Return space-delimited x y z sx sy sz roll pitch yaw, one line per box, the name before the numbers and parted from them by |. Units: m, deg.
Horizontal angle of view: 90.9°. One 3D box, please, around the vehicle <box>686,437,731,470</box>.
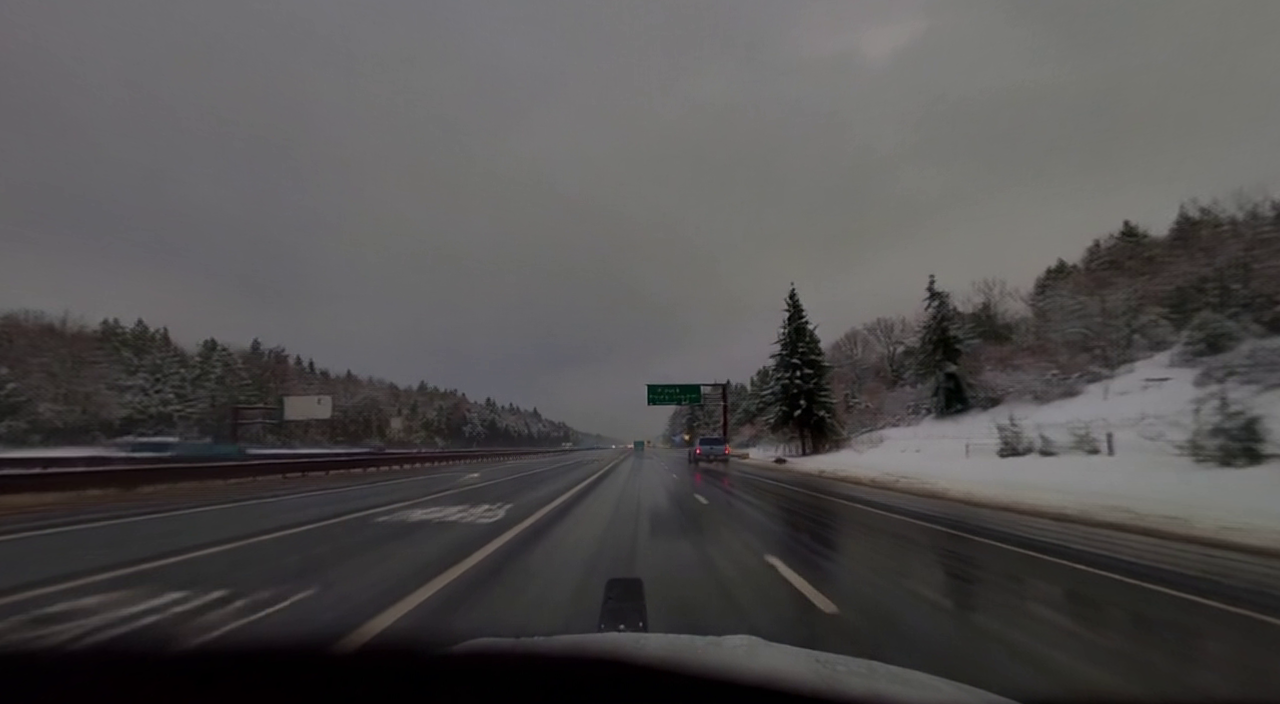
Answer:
vehicle | 4.185 6.284 39.244 2.172 1.930 4.879 0 -8 -1
